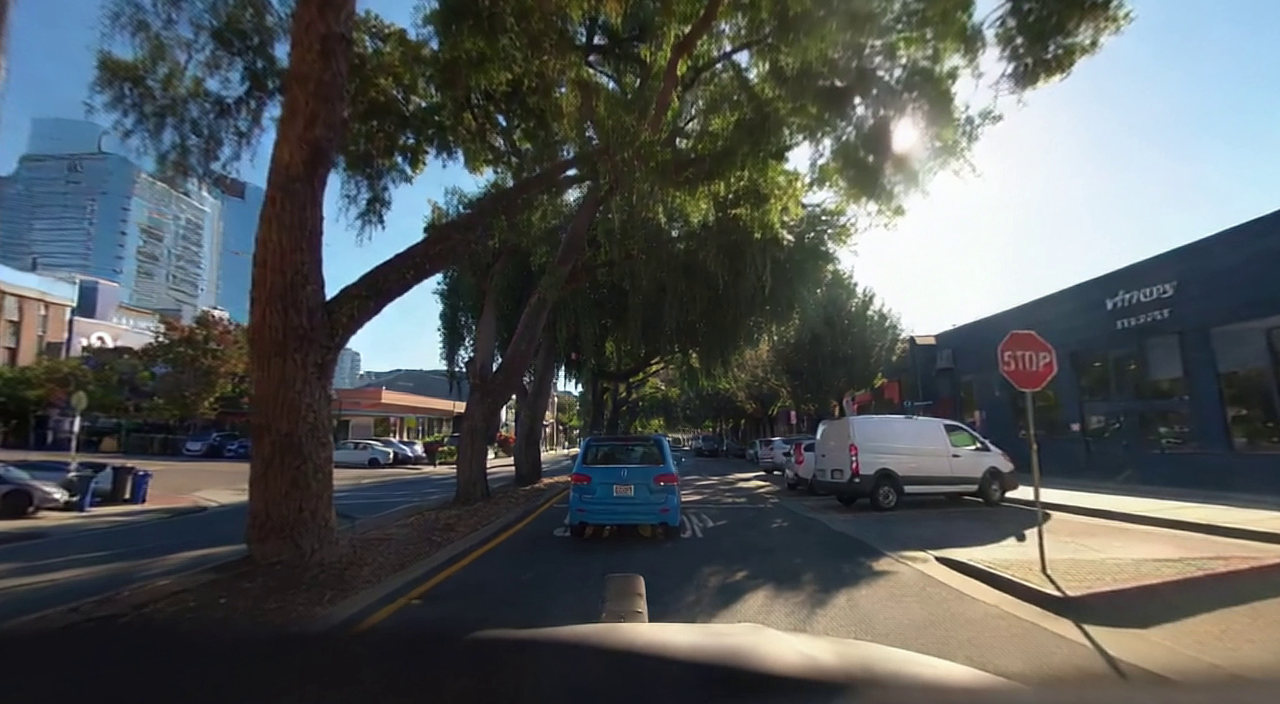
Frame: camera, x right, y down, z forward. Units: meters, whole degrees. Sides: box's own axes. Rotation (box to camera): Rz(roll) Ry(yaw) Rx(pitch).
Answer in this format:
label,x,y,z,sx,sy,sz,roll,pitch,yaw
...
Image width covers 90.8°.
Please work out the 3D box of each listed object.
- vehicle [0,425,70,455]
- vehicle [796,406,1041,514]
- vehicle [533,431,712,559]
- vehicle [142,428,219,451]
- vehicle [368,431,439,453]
label,x,y,z,sx,sy,sz,roll,pitch,yaw
vehicle,-32.033,4.477,32.086,4.006,1.491,2.007,1,-9,-5
vehicle,6.547,2.470,14.816,5.385,2.146,2.143,4,-9,-26
vehicle,-0.268,1.987,9.606,2.065,1.450,4.522,0,-8,-2
vehicle,-32.051,6.106,44.151,3.915,1.574,1.850,0,-9,2
vehicle,-18.610,7.133,49.911,4.892,1.679,1.927,1,-9,-7
